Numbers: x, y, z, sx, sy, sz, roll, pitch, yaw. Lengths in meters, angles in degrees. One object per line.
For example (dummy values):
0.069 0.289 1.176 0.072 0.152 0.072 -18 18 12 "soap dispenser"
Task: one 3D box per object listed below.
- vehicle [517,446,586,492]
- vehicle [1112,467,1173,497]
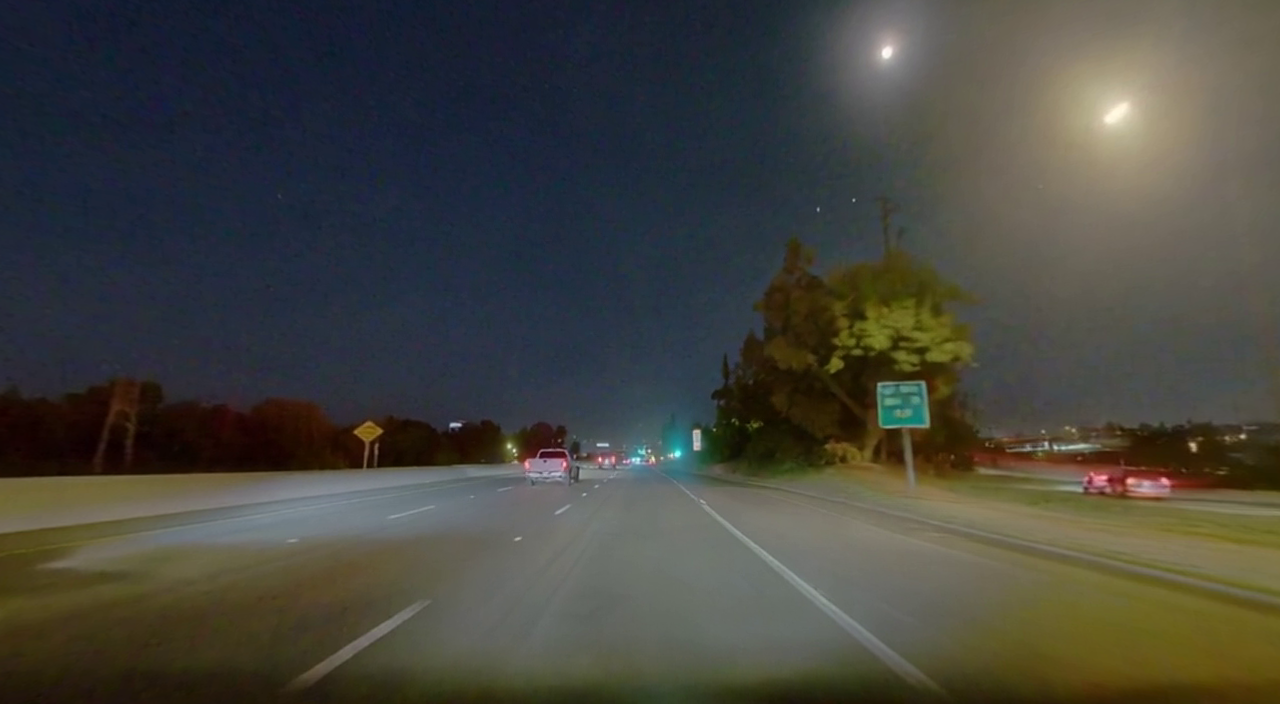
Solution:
-3.613 4.879 26.683 2.162 1.747 4.791 0 -9 1 "vehicle"
34.088 8.779 42.850 2.136 1.776 4.825 -4 -10 26 "vehicle"
